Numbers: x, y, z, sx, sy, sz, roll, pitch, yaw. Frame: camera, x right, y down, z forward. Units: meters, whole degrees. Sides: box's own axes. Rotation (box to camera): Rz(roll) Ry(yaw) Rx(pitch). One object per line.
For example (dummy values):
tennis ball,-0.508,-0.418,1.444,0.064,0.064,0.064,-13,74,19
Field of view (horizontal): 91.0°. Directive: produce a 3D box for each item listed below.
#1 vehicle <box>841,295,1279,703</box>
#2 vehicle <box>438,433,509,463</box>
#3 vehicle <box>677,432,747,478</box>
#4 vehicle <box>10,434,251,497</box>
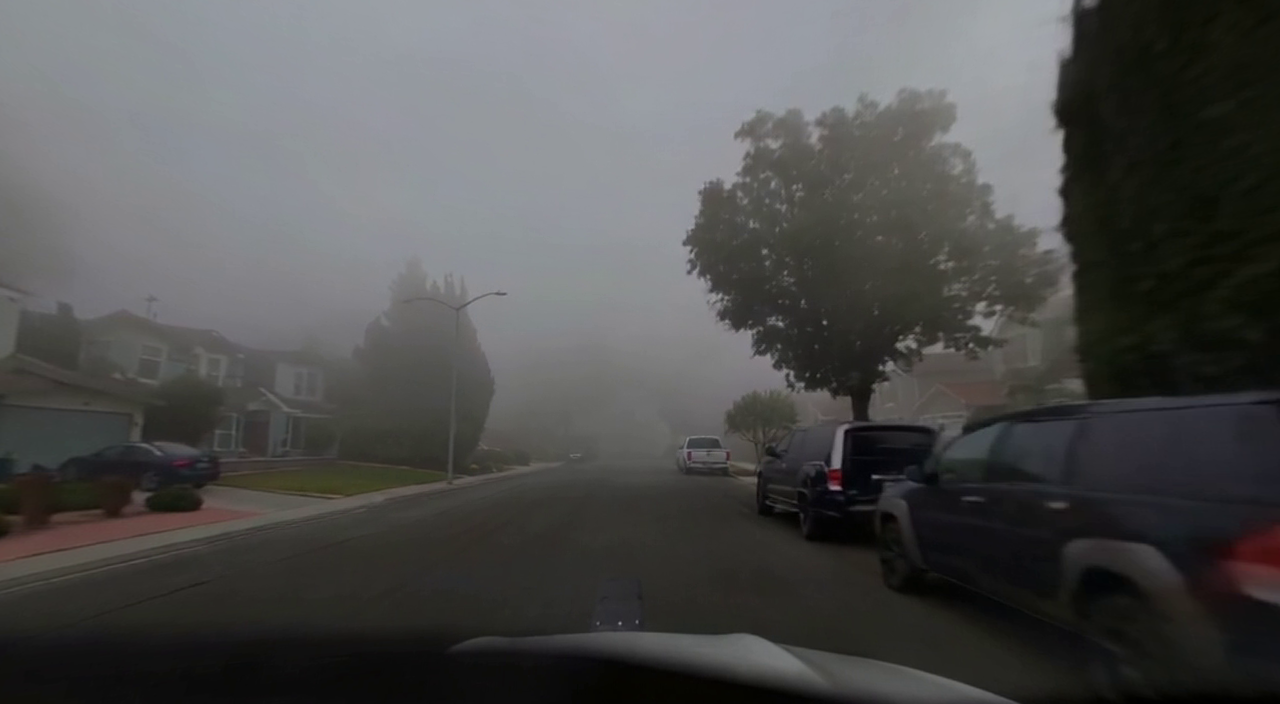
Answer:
vehicle,3.287,1.081,4.282,2.262,1.870,4.948,0,-8,1
vehicle,-13.168,7.603,49.917,4.837,1.897,2.228,4,-8,4
vehicle,3.708,5.533,34.098,2.952,2.216,7.033,0,-8,0
vehicle,-13.538,3.030,16.966,4.700,1.549,2.000,0,-8,0
